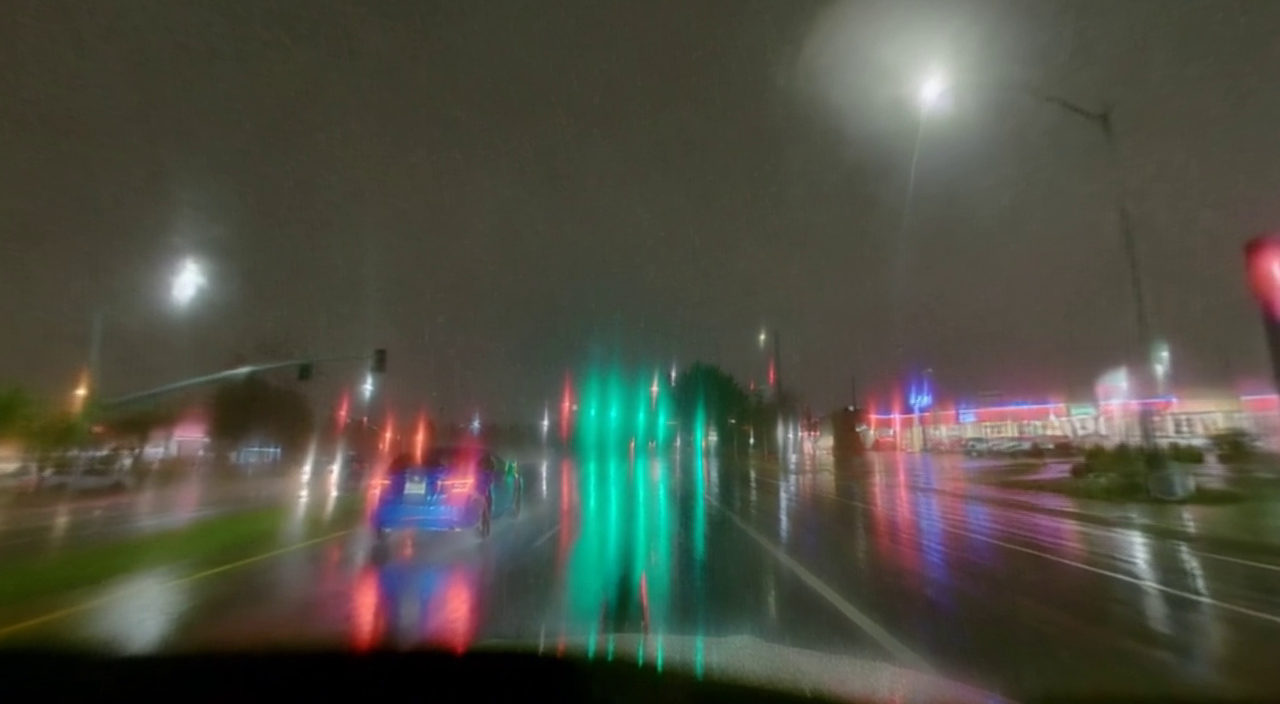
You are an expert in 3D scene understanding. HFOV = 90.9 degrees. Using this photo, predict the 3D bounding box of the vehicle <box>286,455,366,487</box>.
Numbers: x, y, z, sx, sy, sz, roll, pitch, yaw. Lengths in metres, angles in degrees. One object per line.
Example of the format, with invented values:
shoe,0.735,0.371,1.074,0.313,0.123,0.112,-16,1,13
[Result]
vehicle,-17.748,6.725,35.910,2.116,1.524,4.800,-4,-8,1

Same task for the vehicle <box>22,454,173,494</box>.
vehicle,-31.021,6.971,36.376,6.015,2.018,2.513,4,-9,-26

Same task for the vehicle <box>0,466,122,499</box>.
vehicle,-30.970,6.883,33.352,4.960,1.464,2.137,4,-9,-24

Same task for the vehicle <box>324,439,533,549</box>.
vehicle,-3.249,2.260,10.886,2.082,1.460,4.636,0,-8,-1
